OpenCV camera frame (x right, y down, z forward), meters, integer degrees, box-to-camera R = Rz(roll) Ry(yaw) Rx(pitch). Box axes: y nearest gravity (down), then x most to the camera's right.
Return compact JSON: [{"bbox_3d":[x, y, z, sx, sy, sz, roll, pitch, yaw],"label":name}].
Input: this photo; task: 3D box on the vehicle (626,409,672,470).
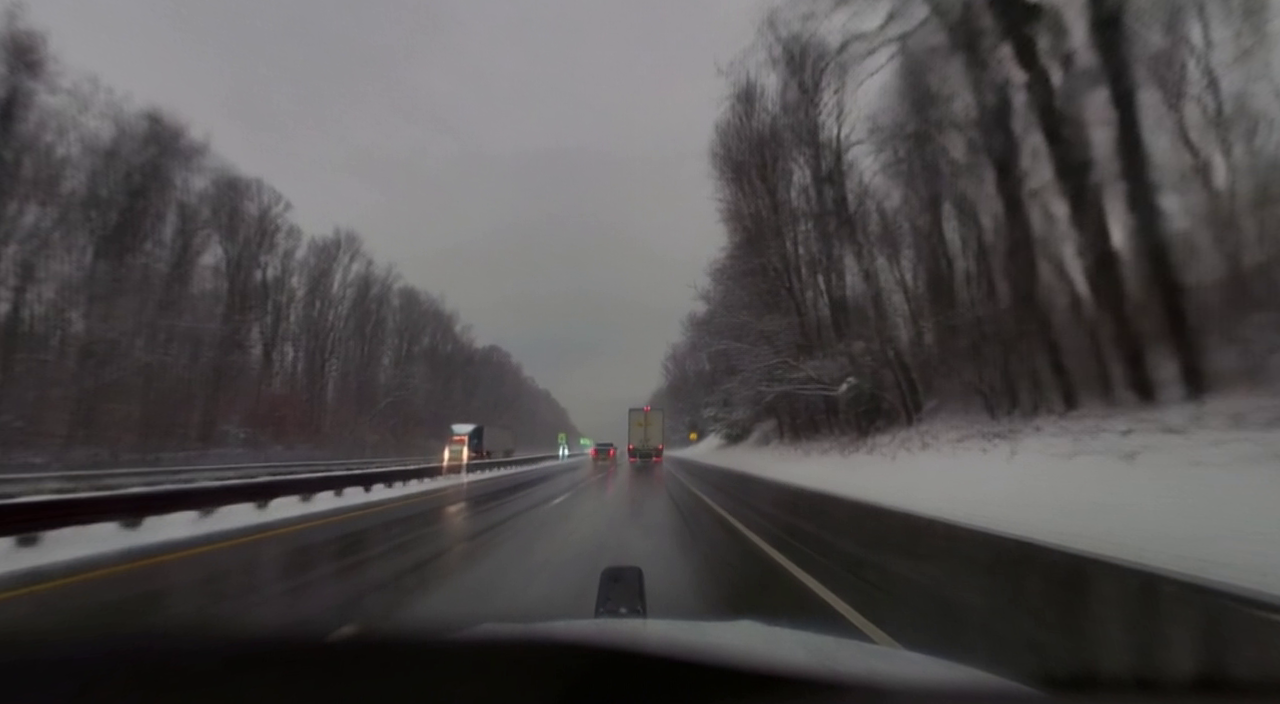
[{"bbox_3d":[0.530,6.565,46.646,3.024,3.965,10.399,0,-9,-1],"label":"vehicle"}]
